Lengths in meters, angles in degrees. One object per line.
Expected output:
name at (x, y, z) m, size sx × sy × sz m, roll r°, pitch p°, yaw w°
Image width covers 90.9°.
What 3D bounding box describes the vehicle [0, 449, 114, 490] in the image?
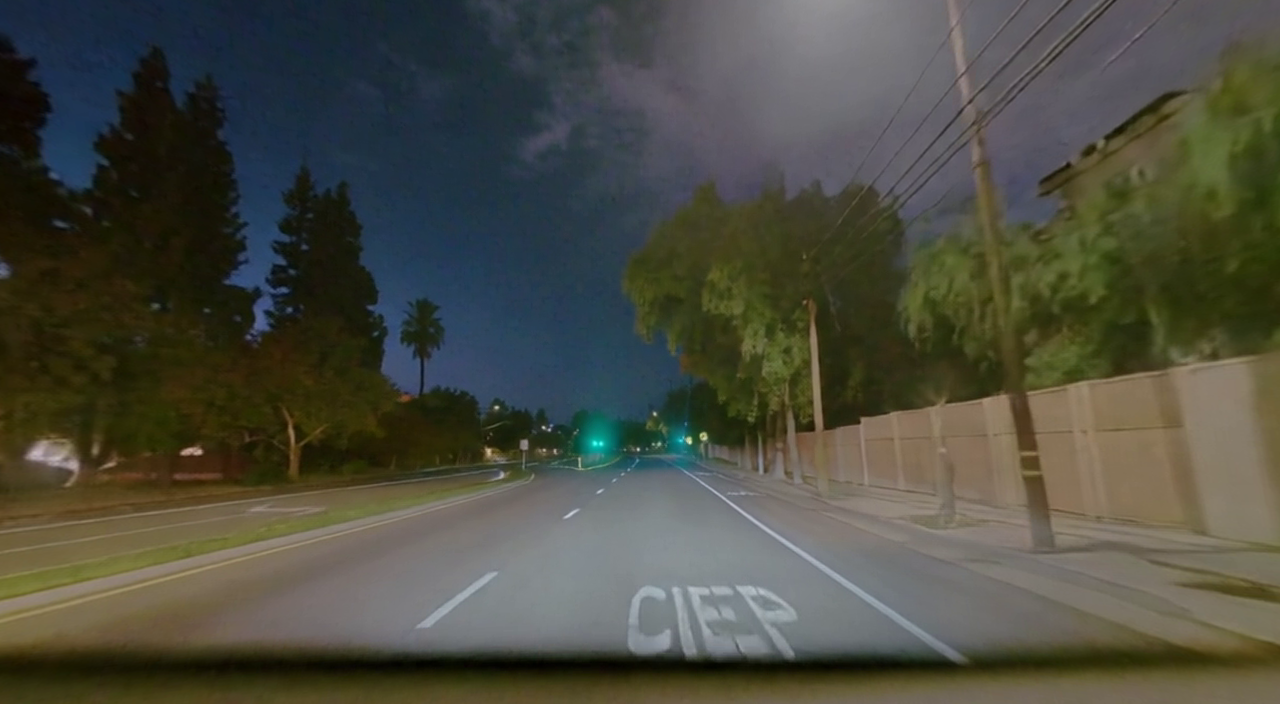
vehicle at (-29.245, 5.810, 31.729) m, size 2.100 × 1.845 × 4.793 m, roll 2°, pitch -9°, yaw -11°
